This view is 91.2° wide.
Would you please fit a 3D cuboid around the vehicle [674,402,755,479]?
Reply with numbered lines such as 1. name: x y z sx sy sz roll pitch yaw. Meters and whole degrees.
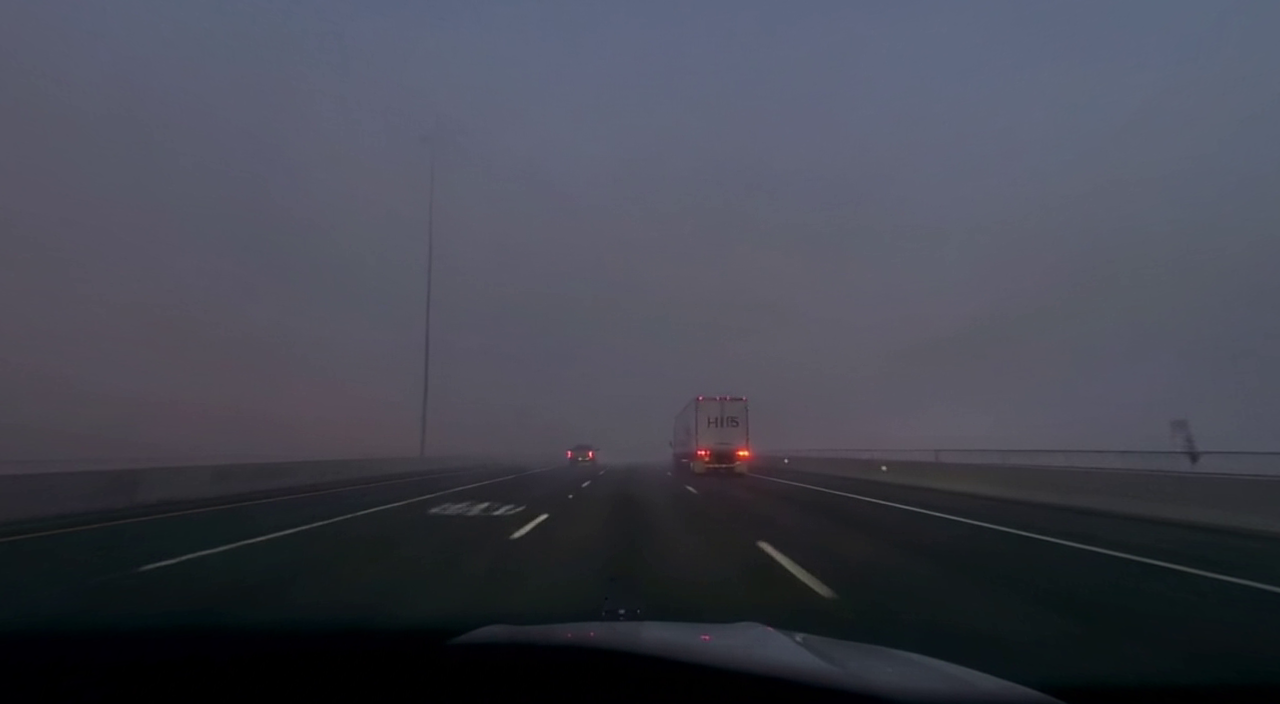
1. vehicle: 3.766 4.998 34.989 2.823 3.509 12.118 0 -9 -1

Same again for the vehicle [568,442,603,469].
1. vehicle: -3.916 7.503 45.647 2.173 1.857 4.800 0 -9 -1
